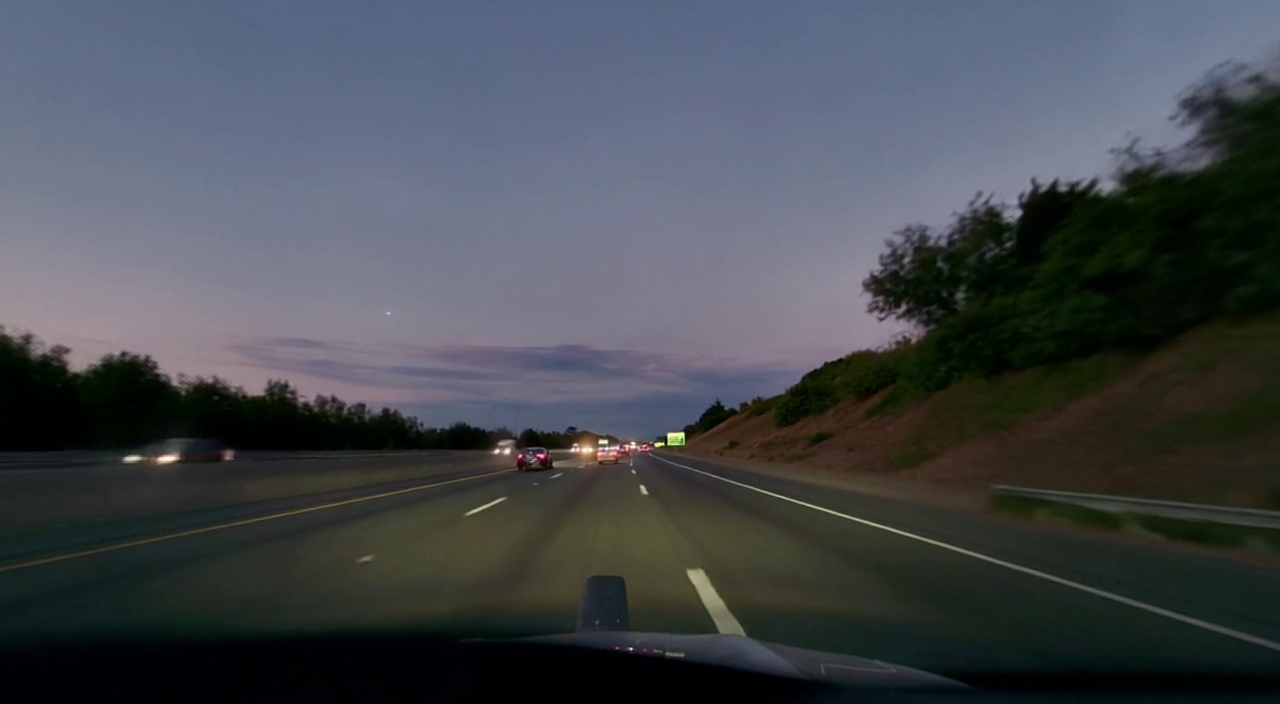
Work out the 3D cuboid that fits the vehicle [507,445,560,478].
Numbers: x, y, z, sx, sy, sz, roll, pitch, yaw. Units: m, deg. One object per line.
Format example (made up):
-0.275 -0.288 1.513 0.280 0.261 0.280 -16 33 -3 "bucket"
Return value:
-5.476 5.696 32.788 2.028 1.563 4.734 0 -9 -1 "vehicle"
